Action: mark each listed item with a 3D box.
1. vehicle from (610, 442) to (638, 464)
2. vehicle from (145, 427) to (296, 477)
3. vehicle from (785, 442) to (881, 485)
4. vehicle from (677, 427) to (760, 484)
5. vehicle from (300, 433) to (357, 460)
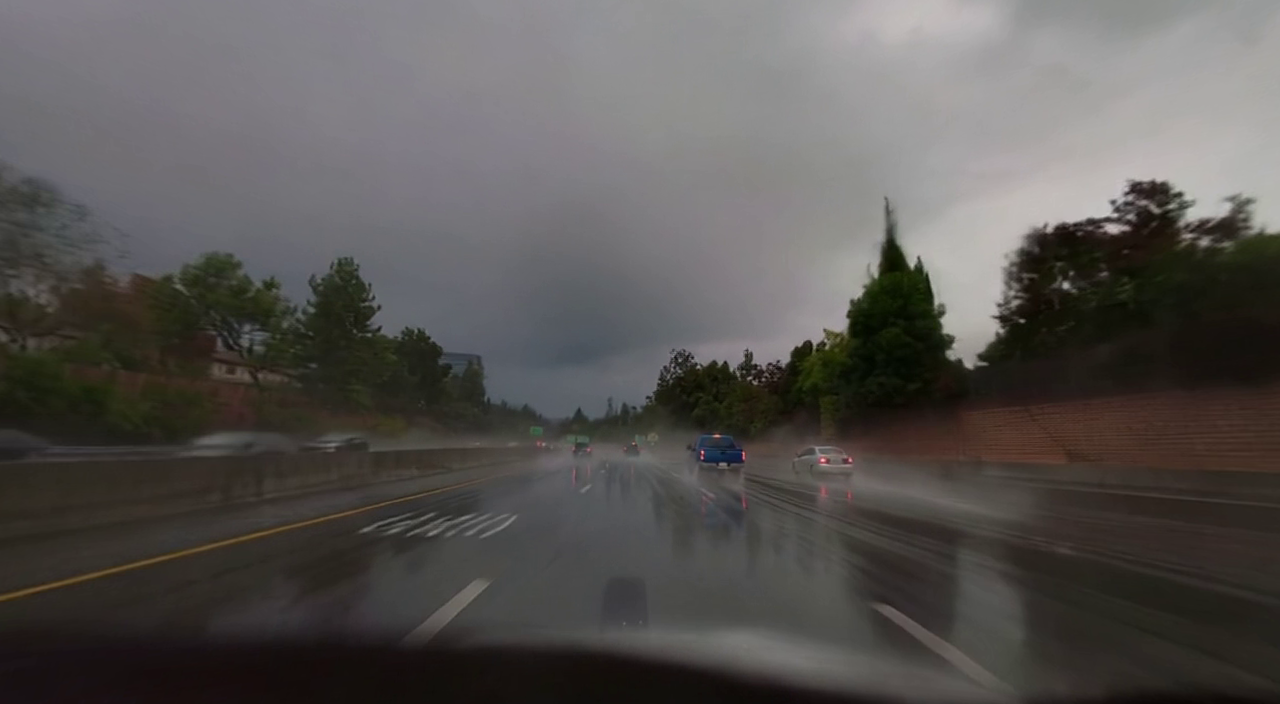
[{"bbox_3d":[-1.281,7.795,48.938,2.050,1.607,3.821,0,-8,-3],"label":"vehicle"},{"bbox_3d":[-13.878,3.346,21.275,2.044,1.488,4.527,0,-8,-1],"label":"vehicle"},{"bbox_3d":[7.304,4.261,24.535,1.976,1.485,4.925,0,-8,-3],"label":"vehicle"},{"bbox_3d":[2.911,4.017,24.802,2.374,1.952,5.431,0,-8,-2],"label":"vehicle"},{"bbox_3d":[-23.027,7.007,46.835,2.101,1.868,4.631,0,-8,-3],"label":"vehicle"}]
